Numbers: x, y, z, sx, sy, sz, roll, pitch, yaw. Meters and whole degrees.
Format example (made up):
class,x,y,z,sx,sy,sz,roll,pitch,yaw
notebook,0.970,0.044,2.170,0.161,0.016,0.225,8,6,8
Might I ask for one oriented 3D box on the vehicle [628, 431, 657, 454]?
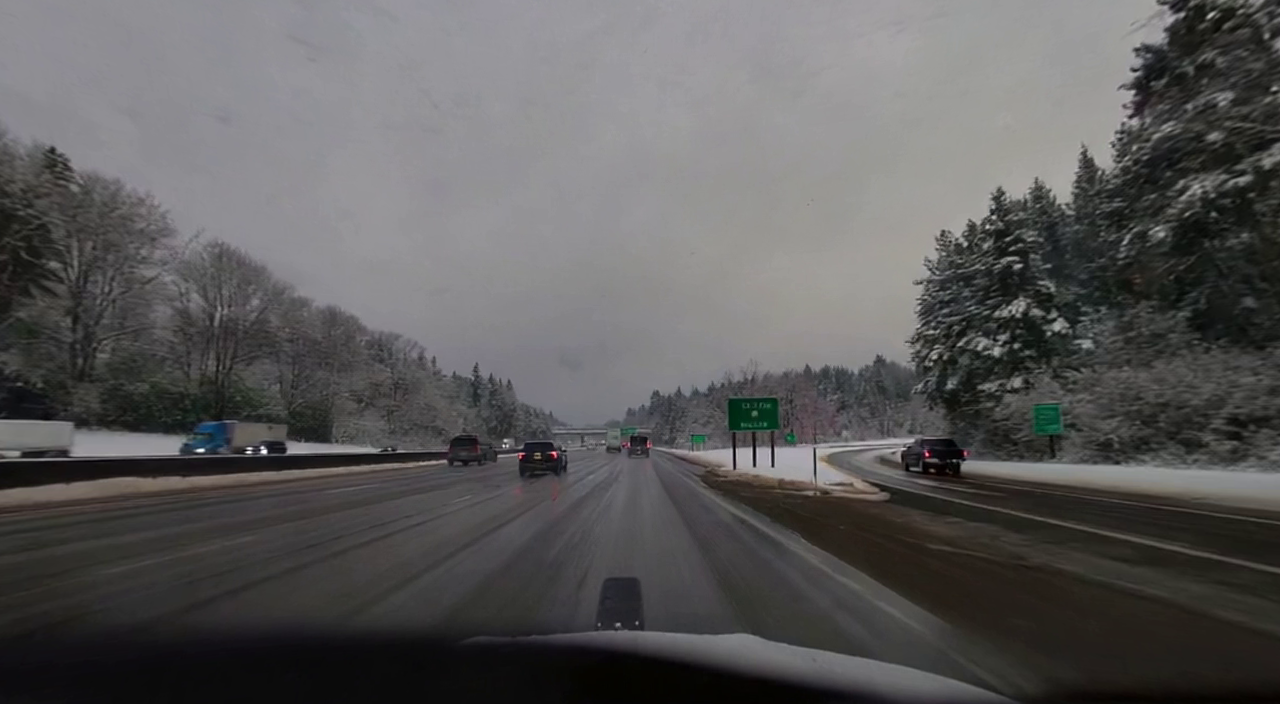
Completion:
class,x,y,z,sx,sy,sz,roll,pitch,yaw
vehicle,0.210,7.140,49.437,2.146,1.687,4.341,0,-9,1

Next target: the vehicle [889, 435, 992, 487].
class,x,y,z,sx,sy,sz,roll,pitch,yaw
vehicle,11.706,4.266,24.972,2.200,1.827,4.822,-1,-9,7

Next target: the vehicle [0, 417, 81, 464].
class,x,y,z,sx,sy,sz,roll,pitch,yaw
vehicle,-43.781,6.145,43.346,3.010,3.066,8.118,0,-9,0

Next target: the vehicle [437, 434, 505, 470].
class,x,y,z,sx,sy,sz,roll,pitch,yaw
vehicle,-10.494,6.298,39.811,2.519,2.029,6.180,0,-9,1

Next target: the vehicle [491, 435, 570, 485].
class,x,y,z,sx,sy,sz,roll,pitch,yaw
vehicle,-3.929,3.973,23.429,2.094,1.695,4.260,0,-9,1
